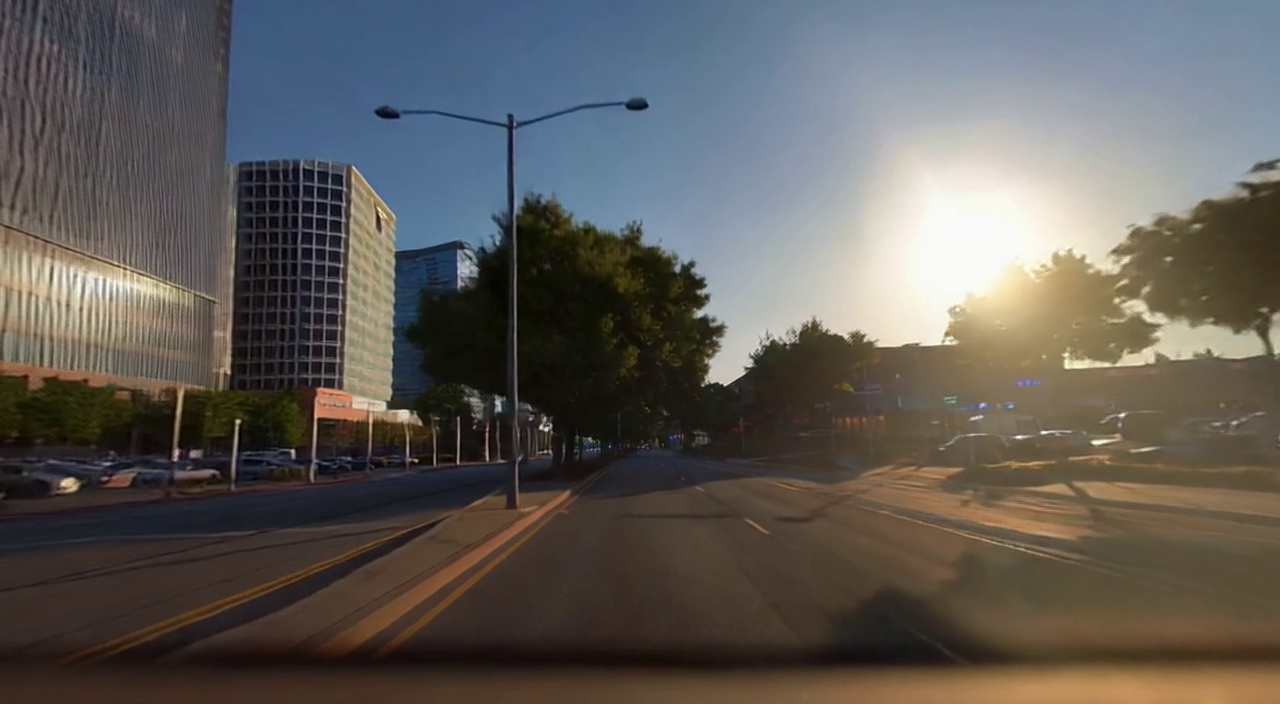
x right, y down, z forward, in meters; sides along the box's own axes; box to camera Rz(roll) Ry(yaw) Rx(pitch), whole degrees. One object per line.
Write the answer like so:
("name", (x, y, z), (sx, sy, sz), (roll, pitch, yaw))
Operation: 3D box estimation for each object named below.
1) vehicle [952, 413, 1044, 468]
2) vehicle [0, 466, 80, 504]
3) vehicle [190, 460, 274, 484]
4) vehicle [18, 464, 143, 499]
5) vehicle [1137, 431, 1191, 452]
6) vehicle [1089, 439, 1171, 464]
("vehicle", (25.746, 6.480, 45.949), (2.724, 3.646, 7.111), (0, -9, 3))
("vehicle", (-27.504, 5.771, 27.422), (4.633, 1.454, 1.909), (8, -11, -41))
("vehicle", (-27.164, 7.957, 42.134), (4.457, 1.425, 2.027), (6, -11, -36))
("vehicle", (-27.492, 6.312, 31.149), (4.391, 1.476, 1.871), (8, -12, -42))
("vehicle", (40.153, 6.911, 48.521), (1.961, 1.523, 4.094), (-3, -10, 22))
("vehicle", (29.983, 6.116, 38.804), (1.748, 1.435, 3.949), (0, -9, -1))
